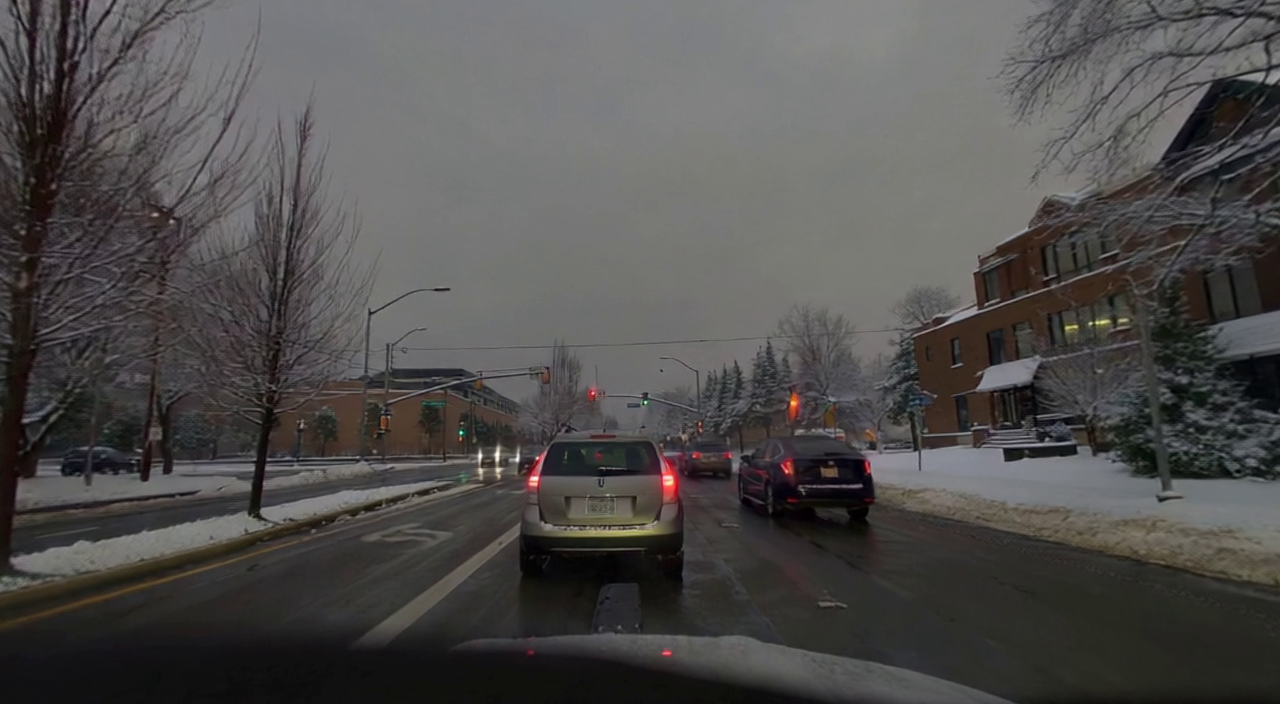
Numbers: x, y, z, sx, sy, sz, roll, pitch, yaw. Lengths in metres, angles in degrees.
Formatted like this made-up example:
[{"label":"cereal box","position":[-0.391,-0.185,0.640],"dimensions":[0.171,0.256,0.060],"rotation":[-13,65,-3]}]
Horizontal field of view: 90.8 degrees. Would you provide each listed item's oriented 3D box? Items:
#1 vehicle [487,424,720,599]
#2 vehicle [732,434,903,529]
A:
[{"label":"vehicle","position":[-0.343,1.646,7.292],"dimensions":[2.006,1.487,3.535],"rotation":[0,-9,-1]},{"label":"vehicle","position":[3.133,2.379,12.188],"dimensions":[1.910,1.474,4.263],"rotation":[0,-9,-2]}]
